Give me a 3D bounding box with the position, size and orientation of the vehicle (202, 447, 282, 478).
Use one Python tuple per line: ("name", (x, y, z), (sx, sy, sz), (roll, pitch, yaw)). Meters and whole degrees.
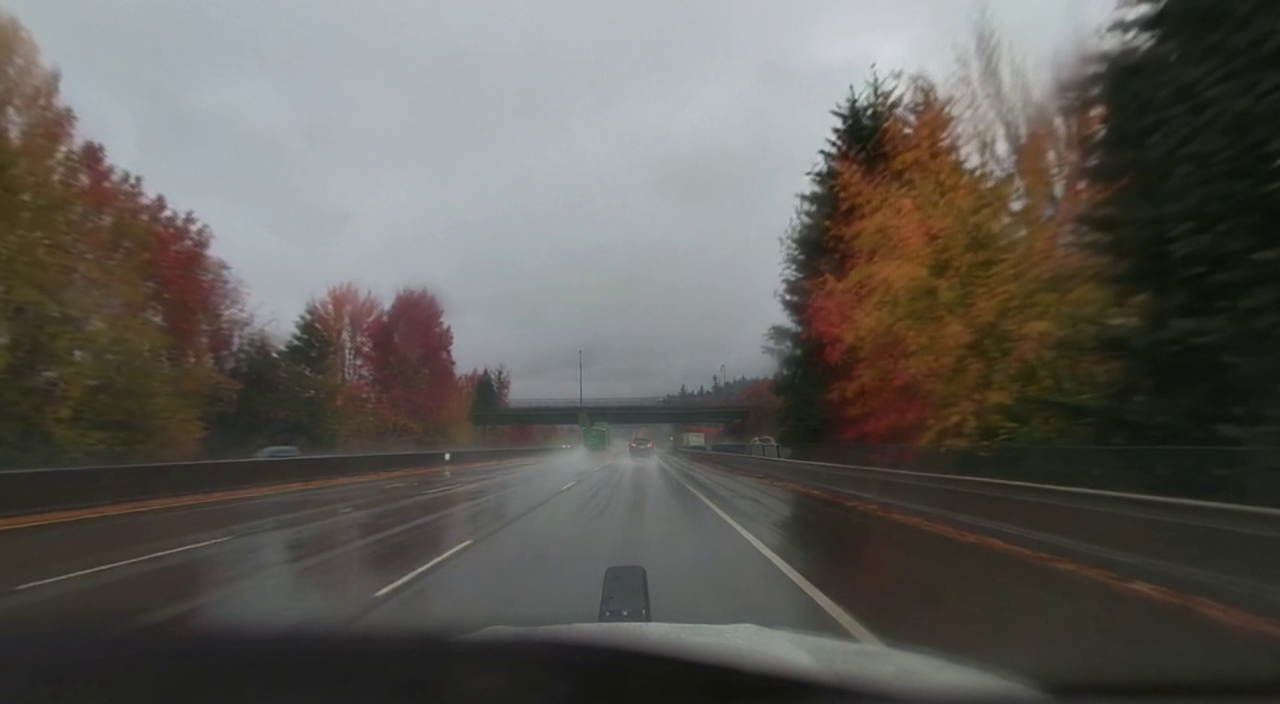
("vehicle", (-22.049, 6.117, 34.983), (1.887, 1.499, 4.235), (1, -8, -3))
